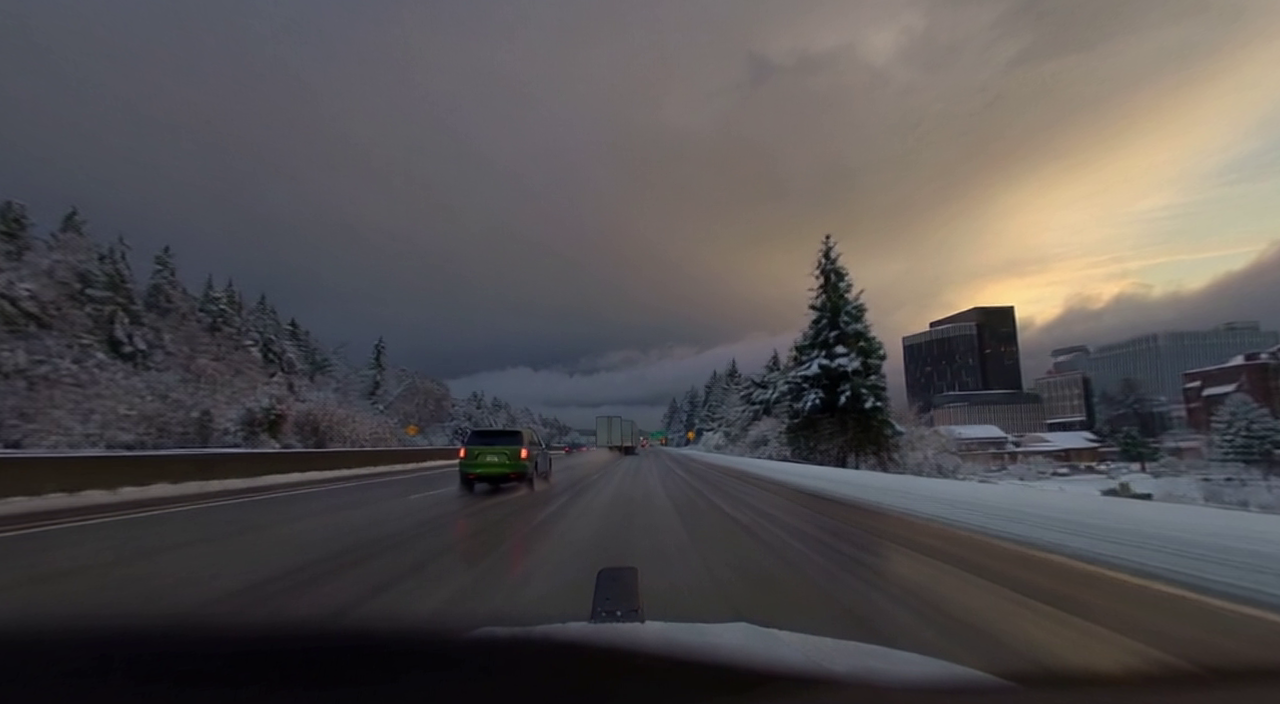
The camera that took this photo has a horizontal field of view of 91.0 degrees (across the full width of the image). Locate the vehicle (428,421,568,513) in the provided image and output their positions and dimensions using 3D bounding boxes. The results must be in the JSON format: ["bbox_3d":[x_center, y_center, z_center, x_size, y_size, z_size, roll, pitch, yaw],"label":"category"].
[{"bbox_3d":[-3.009,2.558,14.419,2.111,1.742,4.315,1,-9,1],"label":"vehicle"}]
